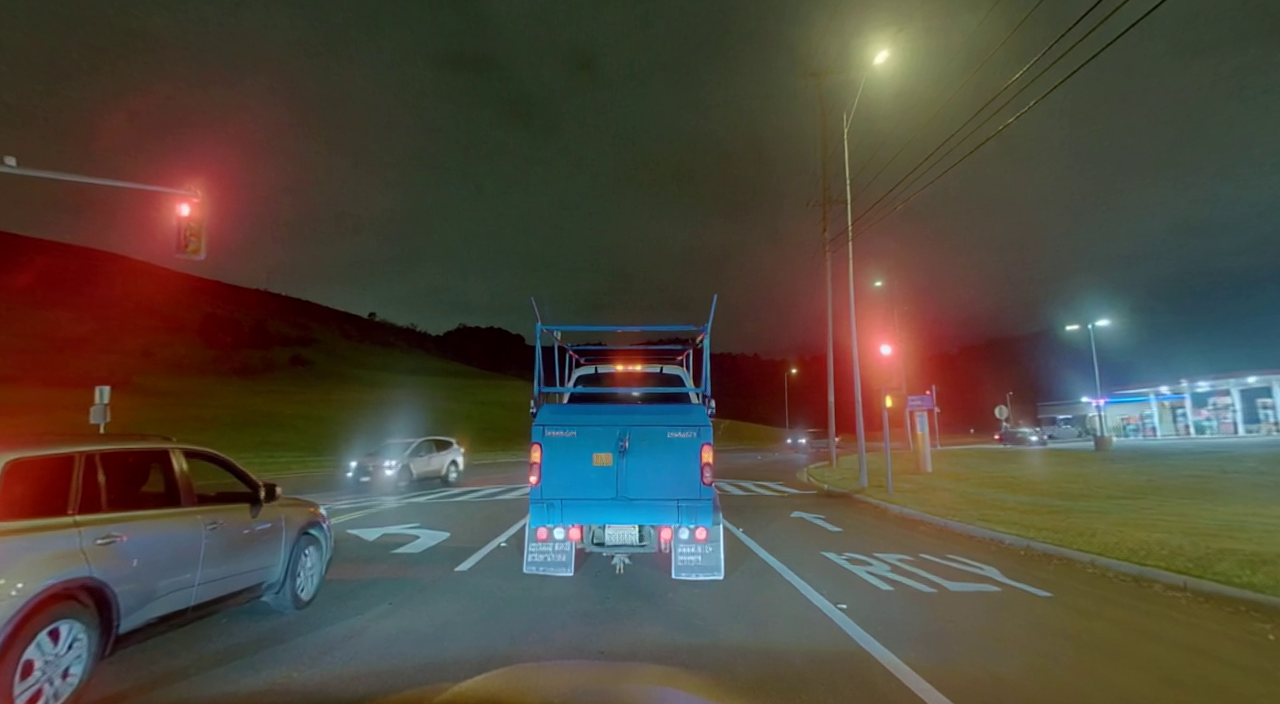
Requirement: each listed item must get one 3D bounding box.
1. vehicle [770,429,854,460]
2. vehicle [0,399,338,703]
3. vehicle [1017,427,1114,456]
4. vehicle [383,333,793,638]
[{"bbox_3d":[11.709,6.269,42.520,6.346,1.917,2.360,8,-11,-41],"label":"vehicle"},{"bbox_3d":[-3.953,1.191,3.991,2.017,1.555,4.150,-1,-9,0],"label":"vehicle"},{"bbox_3d":[25.578,5.391,37.932,4.419,1.496,1.854,-2,-9,1],"label":"vehicle"},{"bbox_3d":[-0.415,1.324,7.217,2.859,2.144,5.406,0,-9,-1],"label":"vehicle"}]
